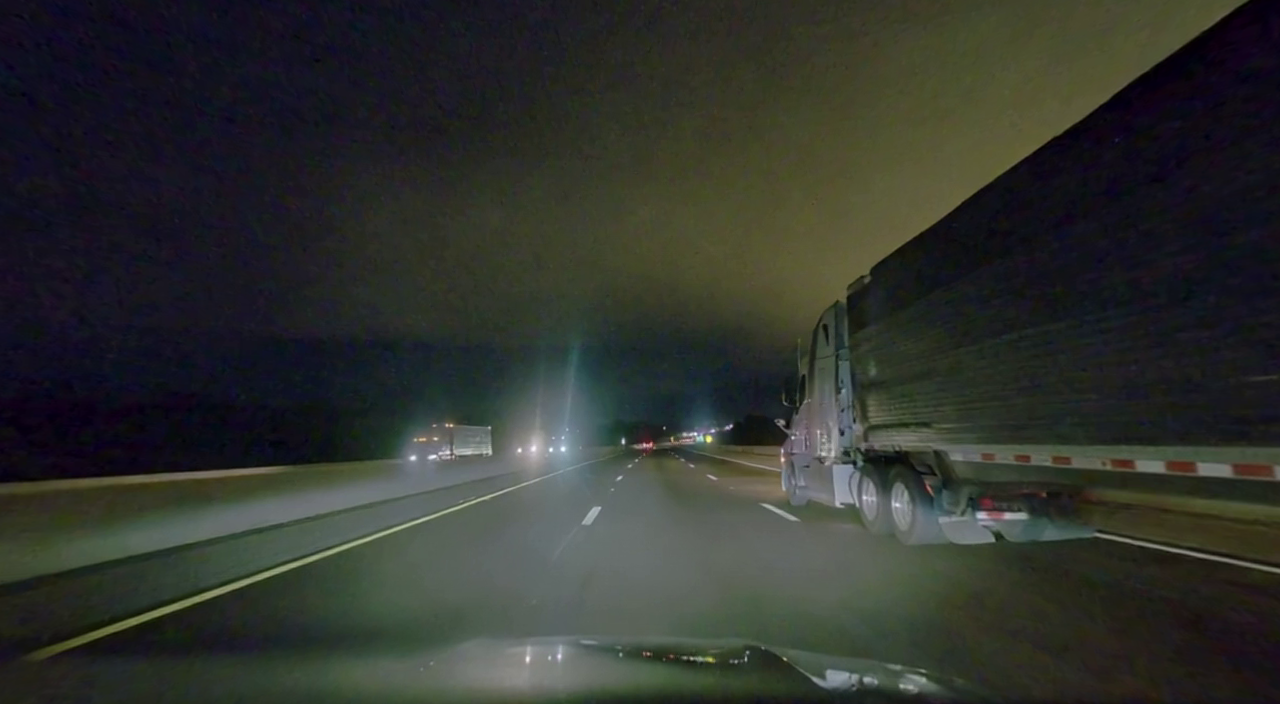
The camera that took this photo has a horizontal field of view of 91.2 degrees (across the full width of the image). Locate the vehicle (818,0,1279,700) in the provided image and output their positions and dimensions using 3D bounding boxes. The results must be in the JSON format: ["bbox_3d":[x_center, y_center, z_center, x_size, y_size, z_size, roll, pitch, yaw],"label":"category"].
[{"bbox_3d":[4.720,-0.205,3.752,2.908,4.075,15.065,0,-9,0],"label":"vehicle"}]
